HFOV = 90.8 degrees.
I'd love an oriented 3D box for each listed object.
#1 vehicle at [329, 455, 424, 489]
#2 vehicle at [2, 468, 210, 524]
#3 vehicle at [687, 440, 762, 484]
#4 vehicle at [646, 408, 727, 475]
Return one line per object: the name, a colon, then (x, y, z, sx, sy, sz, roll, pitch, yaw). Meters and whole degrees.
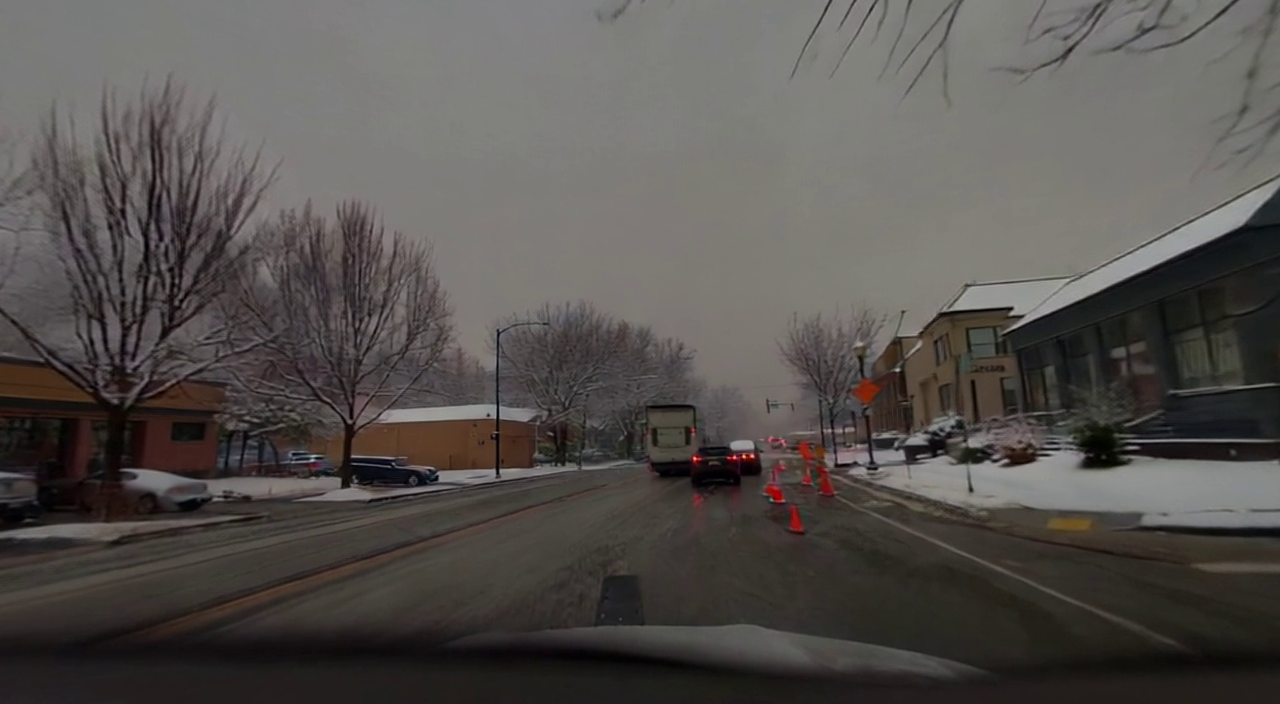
vehicle: (-14.444, 6.556, 34.694, 4.397, 1.698, 1.932, -2, -9, 11)
vehicle: (-16.528, 4.418, 19.680, 4.952, 1.510, 2.115, -2, -9, 10)
vehicle: (3.085, 4.150, 24.070, 2.159, 1.506, 4.086, 0, -9, -2)
vehicle: (3.133, 5.343, 37.578, 2.977, 3.271, 12.748, -2, -9, 12)
